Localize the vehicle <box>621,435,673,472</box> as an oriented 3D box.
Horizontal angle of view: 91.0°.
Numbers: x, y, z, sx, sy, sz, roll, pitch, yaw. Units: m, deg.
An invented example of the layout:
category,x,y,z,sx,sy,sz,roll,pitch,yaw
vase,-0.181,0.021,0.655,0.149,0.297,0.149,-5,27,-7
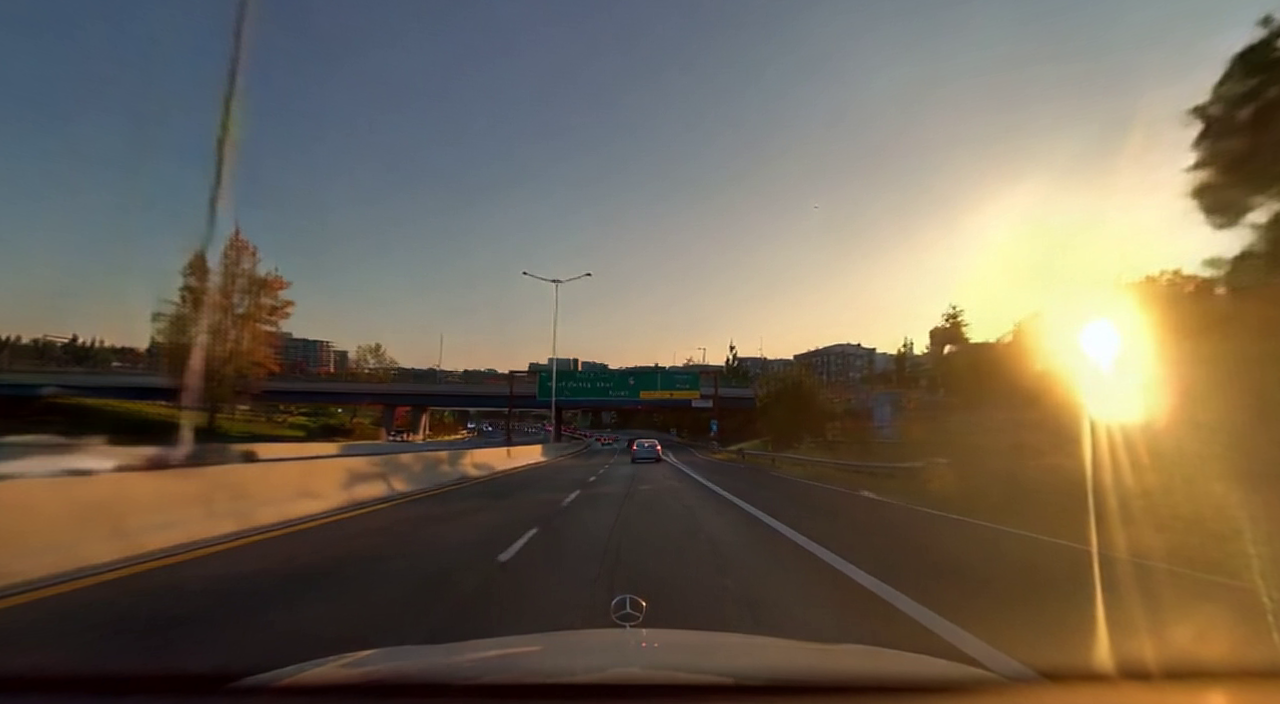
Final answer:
category,x,y,z,sx,sy,sz,roll,pitch,yaw
vehicle,0.311,4.509,28.116,2.130,1.512,4.057,0,-8,0
